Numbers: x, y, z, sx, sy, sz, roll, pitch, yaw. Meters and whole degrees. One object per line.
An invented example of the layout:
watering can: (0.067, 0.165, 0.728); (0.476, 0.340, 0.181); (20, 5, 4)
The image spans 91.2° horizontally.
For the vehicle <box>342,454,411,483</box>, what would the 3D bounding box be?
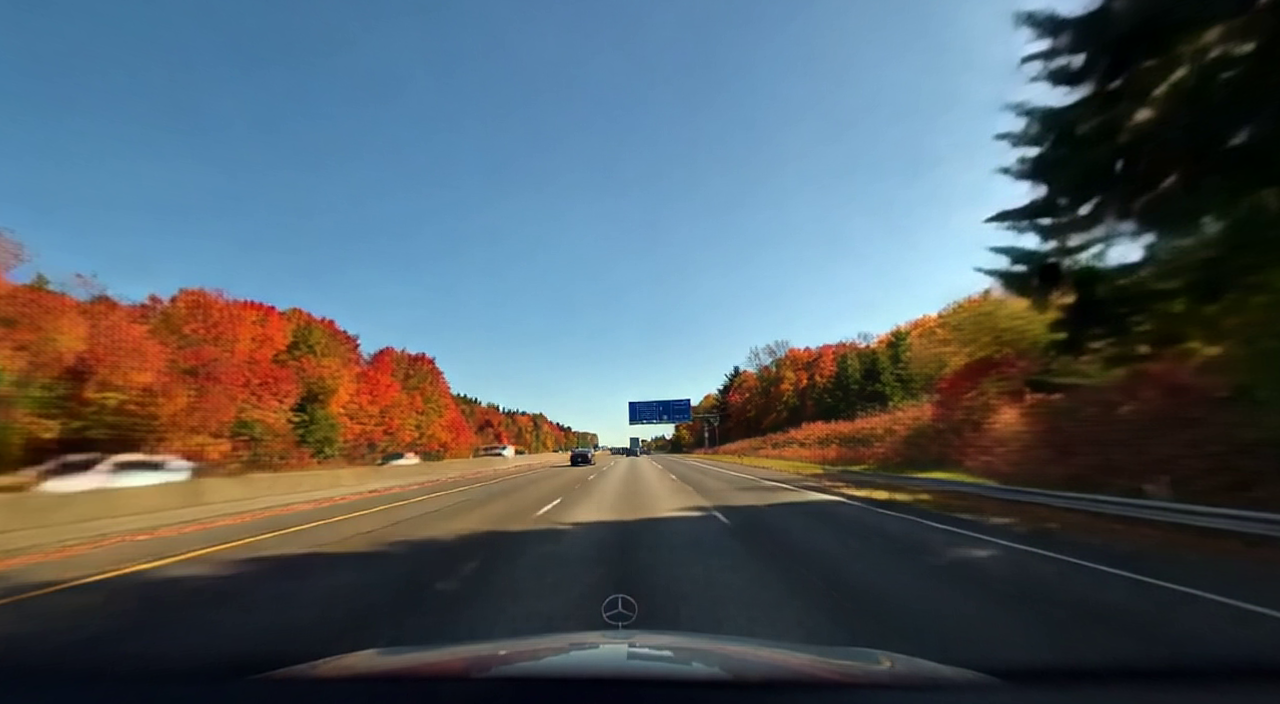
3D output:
vehicle: (-14.890, 6.562, 35.657); (1.882, 1.484, 4.531); (-1, -9, 1)

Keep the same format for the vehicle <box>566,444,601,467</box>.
vehicle: (-4.071, 7.590, 45.986); (2.153, 1.577, 4.707); (0, -9, 0)

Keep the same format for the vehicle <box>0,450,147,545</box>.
vehicle: (-11.229, 2.488, 10.969); (1.859, 1.504, 4.035); (0, -9, 0)
